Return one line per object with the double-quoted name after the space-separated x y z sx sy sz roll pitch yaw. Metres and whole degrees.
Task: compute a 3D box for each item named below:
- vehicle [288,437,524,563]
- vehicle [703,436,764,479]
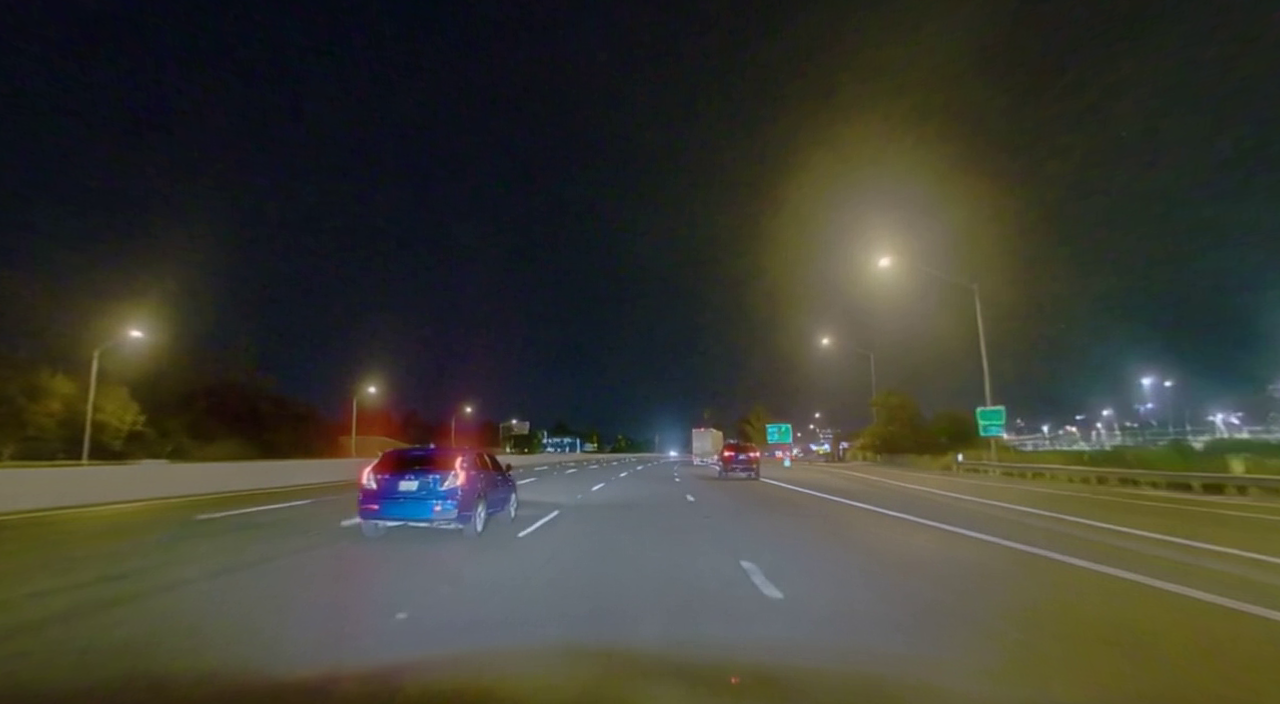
-3.218 2.114 9.798 1.937 1.490 4.372 0 -9 1 "vehicle"
4.258 4.901 29.441 2.225 1.833 4.340 0 -9 1 "vehicle"
